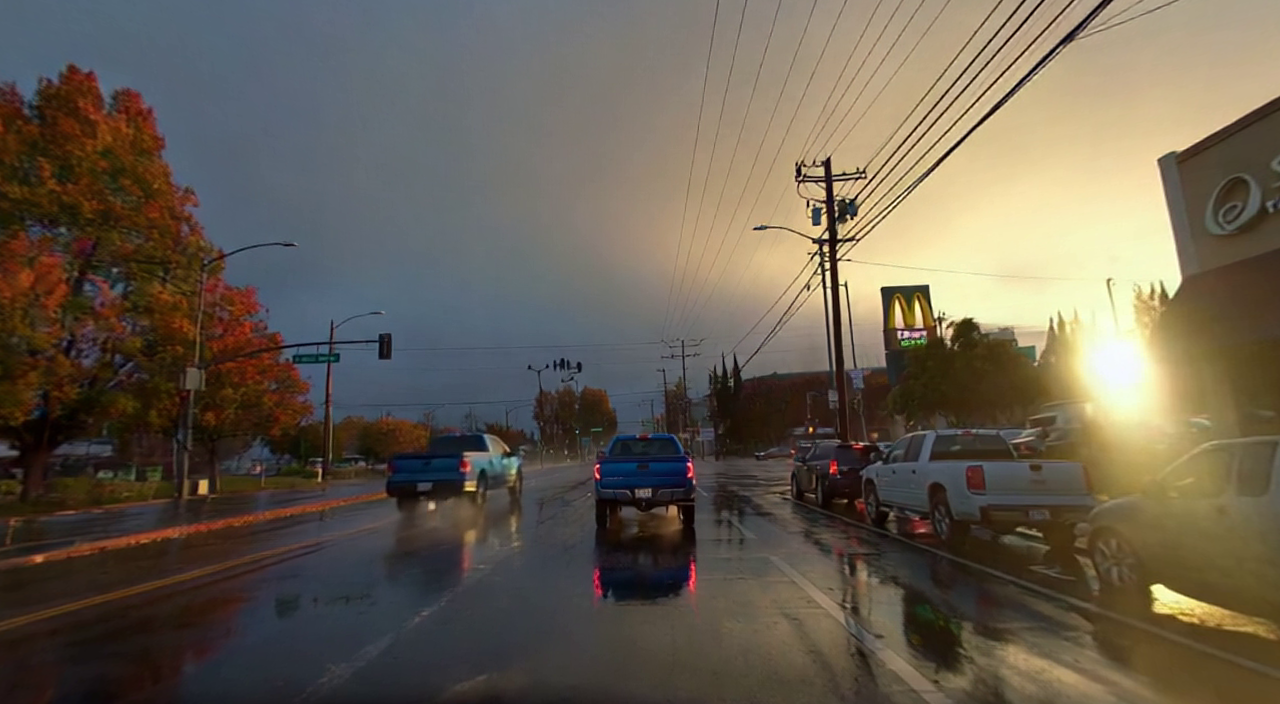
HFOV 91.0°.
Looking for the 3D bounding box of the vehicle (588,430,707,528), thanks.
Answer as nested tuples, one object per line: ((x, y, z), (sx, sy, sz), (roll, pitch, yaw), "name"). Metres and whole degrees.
((0.184, 2.590, 13.481), (2.089, 1.699, 4.650), (0, -9, 1), "vehicle")

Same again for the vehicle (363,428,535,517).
((-4.308, 2.820, 15.322), (2.140, 1.768, 5.092), (-1, -9, 6), "vehicle")

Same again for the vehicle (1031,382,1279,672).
((4.918, 1.084, 3.917), (2.014, 1.755, 4.520), (0, -9, 0), "vehicle")

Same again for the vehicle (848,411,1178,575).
((4.929, 1.923, 9.450), (2.007, 1.786, 4.870), (0, -9, 1), "vehicle")
